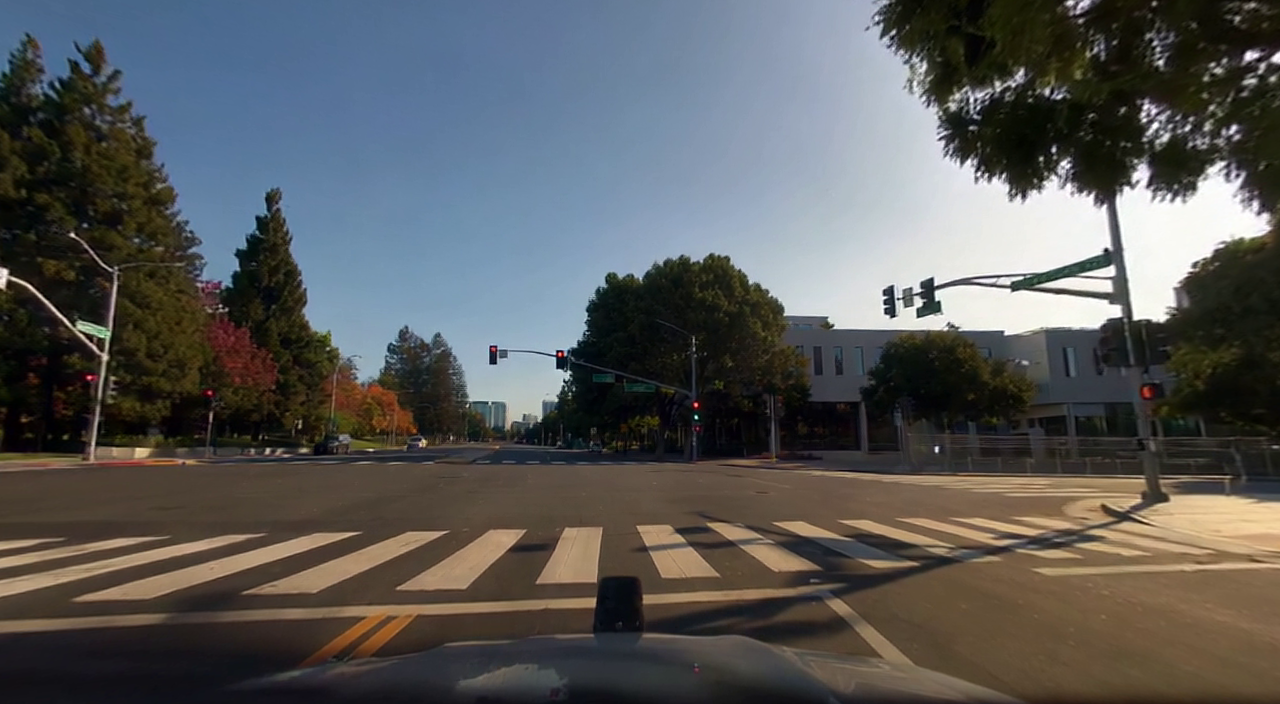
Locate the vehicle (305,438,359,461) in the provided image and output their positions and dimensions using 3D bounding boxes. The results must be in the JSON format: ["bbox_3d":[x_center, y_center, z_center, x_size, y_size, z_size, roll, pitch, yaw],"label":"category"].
[{"bbox_3d":[-20.415,6.466,42.074,1.918,1.432,4.433,1,-9,-8],"label":"vehicle"}]
